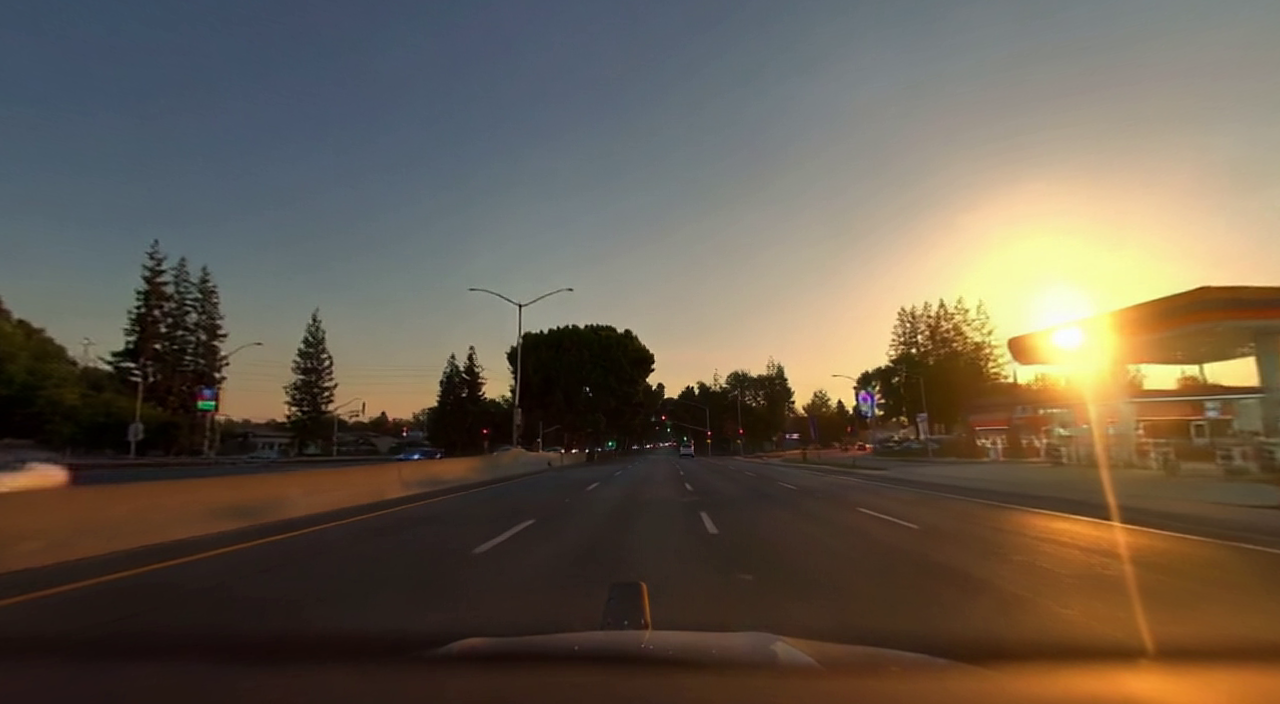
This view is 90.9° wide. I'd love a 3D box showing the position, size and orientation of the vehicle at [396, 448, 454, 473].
[{"bbox_3d":[-13.464,6.806,39.733,1.807,1.477,4.491,-1,-9,3],"label":"vehicle"}]
